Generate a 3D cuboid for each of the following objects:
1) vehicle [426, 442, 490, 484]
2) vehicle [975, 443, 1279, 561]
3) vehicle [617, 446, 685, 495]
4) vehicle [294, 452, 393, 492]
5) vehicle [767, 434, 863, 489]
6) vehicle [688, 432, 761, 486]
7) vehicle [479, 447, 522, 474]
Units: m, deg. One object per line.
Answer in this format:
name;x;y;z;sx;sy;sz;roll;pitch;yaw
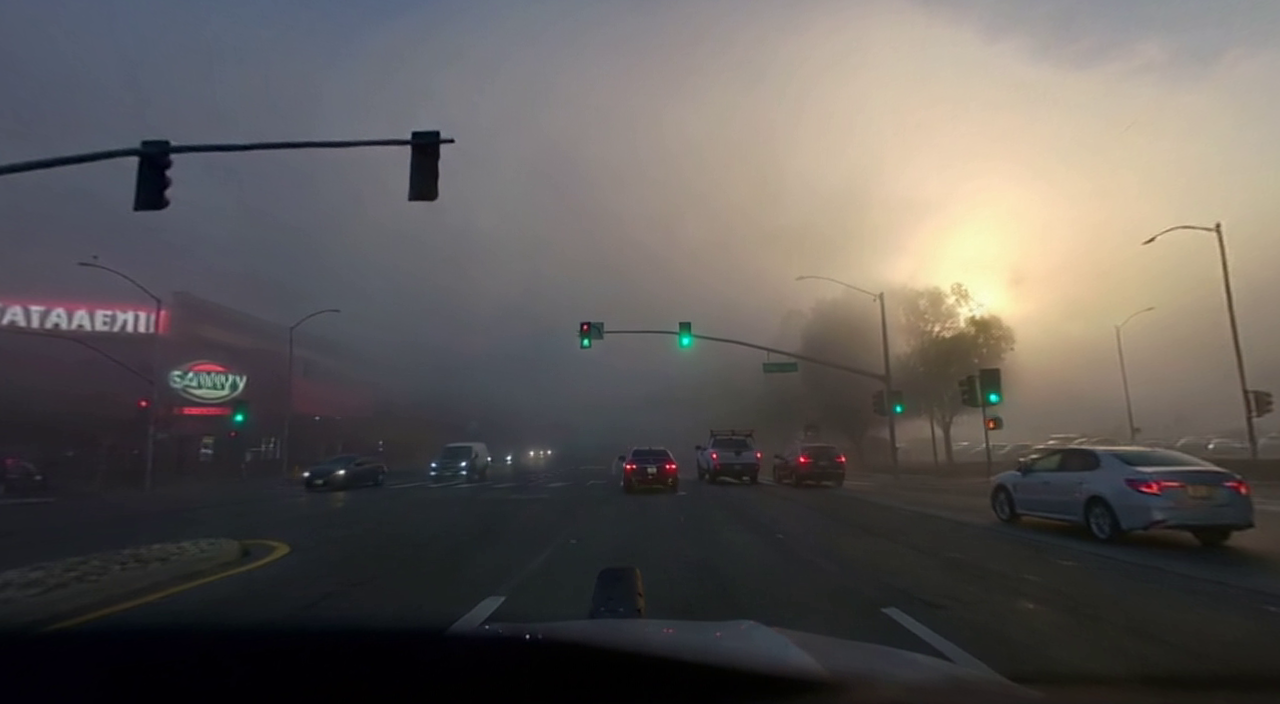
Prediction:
vehicle;-8.385;5.135;29.465;1.904;1.789;4.021;0;-8;-2
vehicle;7.756;2.264;10.435;1.905;1.498;4.463;0;-8;-1
vehicle;0.276;3.838;20.807;2.038;1.447;3.756;0;-8;-2
vehicle;-12.580;5.093;27.199;1.969;1.486;4.773;0;-8;0
vehicle;7.022;4.453;26.061;2.323;2.009;5.266;0;-8;-2
vehicle;3.559;4.644;27.756;2.358;2.116;5.328;0;-8;-2
vehicle;-8.949;6.954;40.763;1.827;1.602;4.115;0;-8;-1
